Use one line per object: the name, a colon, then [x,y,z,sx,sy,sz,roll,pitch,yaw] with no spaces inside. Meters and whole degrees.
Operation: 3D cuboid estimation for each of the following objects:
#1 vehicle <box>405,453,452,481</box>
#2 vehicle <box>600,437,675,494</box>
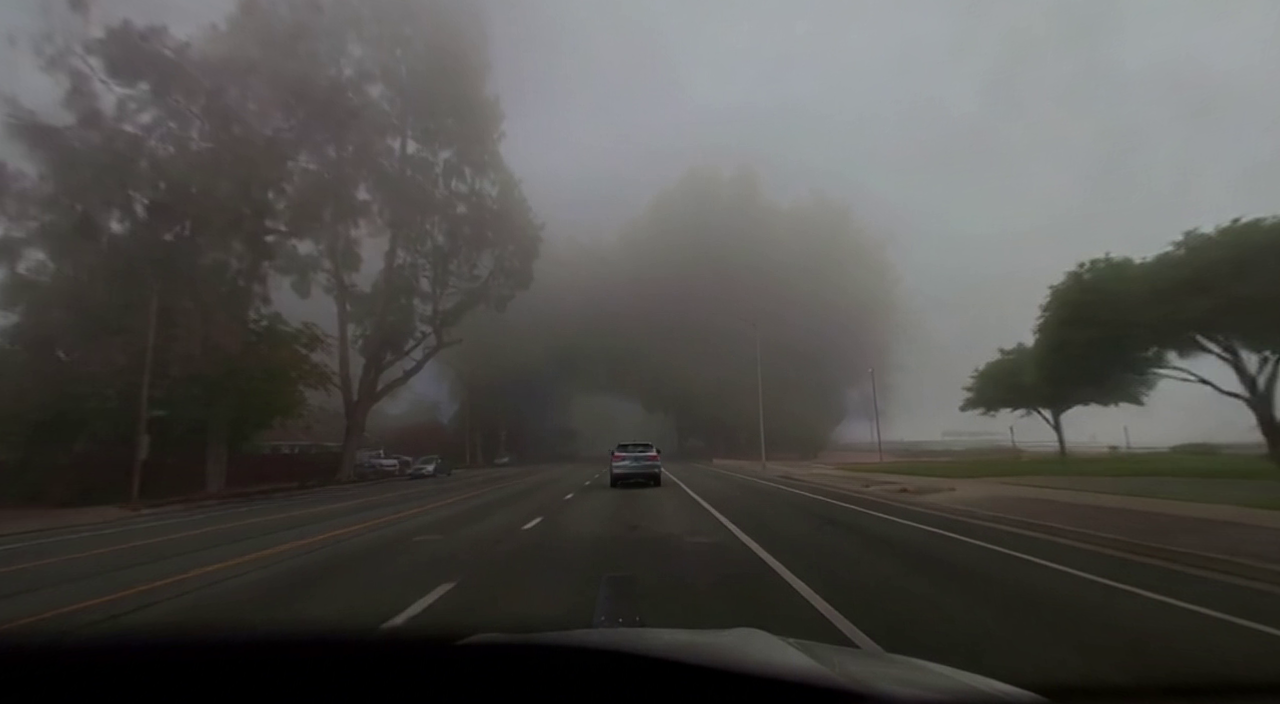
vehicle: [-13.989,7.581,42.009,1.900,1.596,4.142,-3,-8,-3]
vehicle: [-0.113,3.625,20.523,2.181,1.639,4.127,0,-9,-1]
